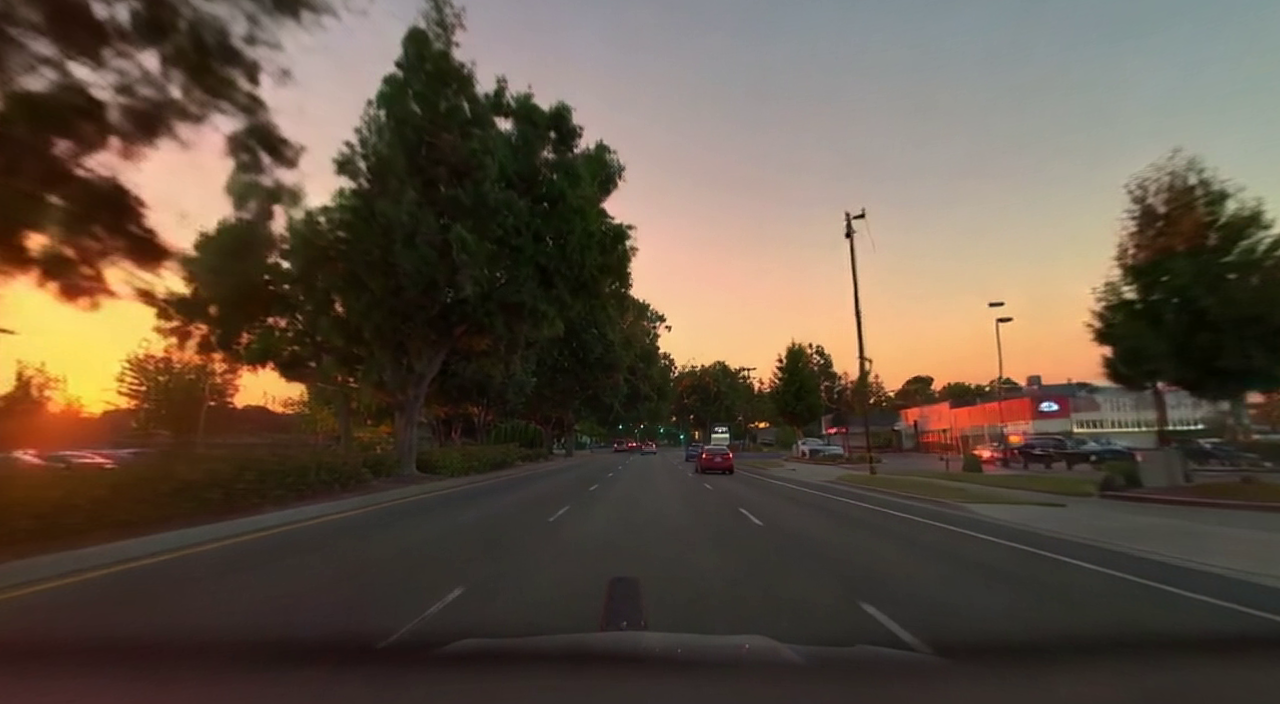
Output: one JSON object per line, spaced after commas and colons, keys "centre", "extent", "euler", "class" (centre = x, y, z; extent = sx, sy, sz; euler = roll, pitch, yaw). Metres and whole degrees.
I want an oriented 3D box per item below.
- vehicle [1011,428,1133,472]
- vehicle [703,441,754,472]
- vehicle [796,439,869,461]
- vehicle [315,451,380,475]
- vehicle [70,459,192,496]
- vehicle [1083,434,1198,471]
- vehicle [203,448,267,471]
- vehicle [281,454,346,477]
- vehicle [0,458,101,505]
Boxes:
{"centre": [21.305, 4.888, 31.513], "extent": [2.124, 1.920, 5.946], "euler": [0, -9, 3], "class": "vehicle"}
{"centre": [4.483, 5.342, 32.456], "extent": [1.916, 1.459, 4.335], "euler": [0, -8, -1], "class": "vehicle"}
{"centre": [14.808, 7.569, 48.630], "extent": [4.909, 1.463, 1.924], "euler": [-2, -9, 1], "class": "vehicle"}
{"centre": [-19.269, 7.320, 41.780], "extent": [1.822, 1.479, 4.692], "euler": [-1, -8, 4], "class": "vehicle"}
{"centre": [-22.461, 5.521, 28.059], "extent": [1.771, 1.373, 4.308], "euler": [0, -8, 2], "class": "vehicle"}
{"centre": [24.663, 4.968, 31.338], "extent": [1.894, 1.656, 4.841], "euler": [0, -8, 2], "class": "vehicle"}
{"centre": [-30.933, 8.174, 48.290], "extent": [1.904, 1.639, 4.317], "euler": [0, -9, 2], "class": "vehicle"}
{"centre": [-22.041, 7.672, 42.811], "extent": [1.778, 1.395, 4.713], "euler": [0, -8, 2], "class": "vehicle"}
{"centre": [-22.487, 4.577, 22.419], "extent": [2.111, 1.500, 5.131], "euler": [0, -8, -1], "class": "vehicle"}
